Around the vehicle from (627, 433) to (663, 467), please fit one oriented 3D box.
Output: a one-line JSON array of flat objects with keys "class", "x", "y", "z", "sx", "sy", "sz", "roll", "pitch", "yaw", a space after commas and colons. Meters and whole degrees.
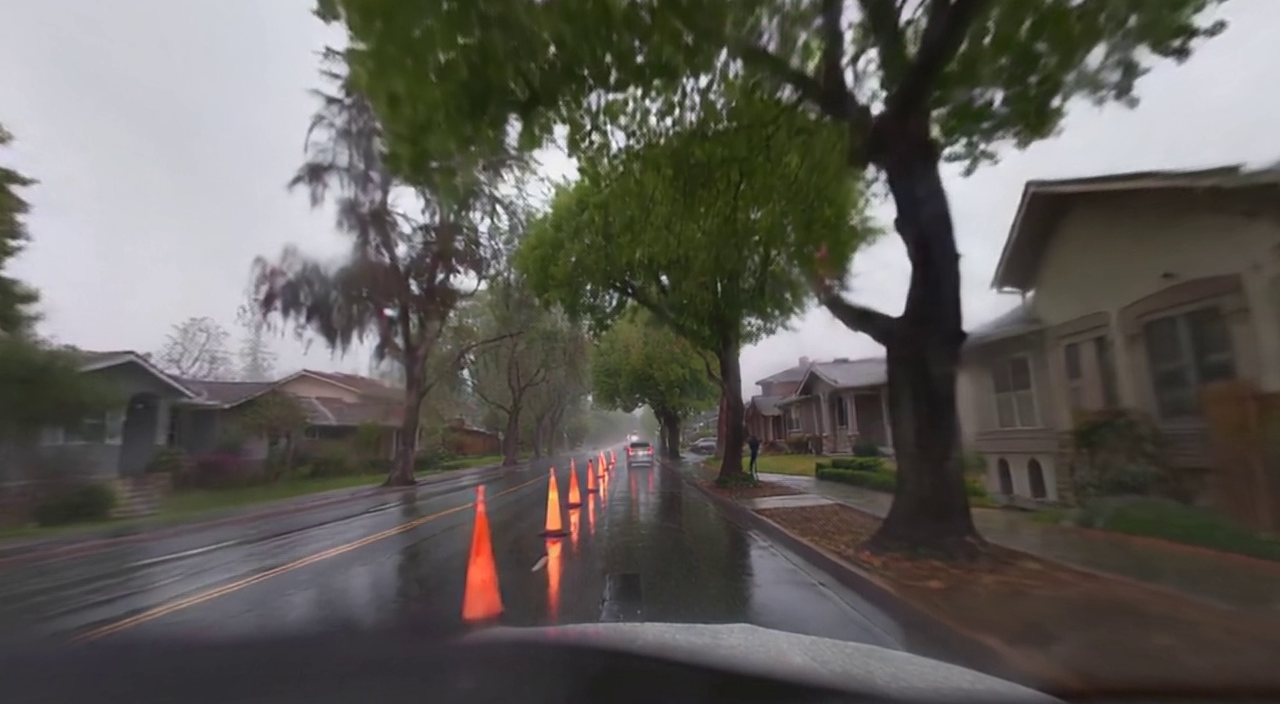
[{"class": "vehicle", "x": 0.244, "y": 6.242, "z": 40.195, "sx": 2.169, "sy": 2.015, "sz": 5.206, "roll": 0, "pitch": -9, "yaw": -1}]
